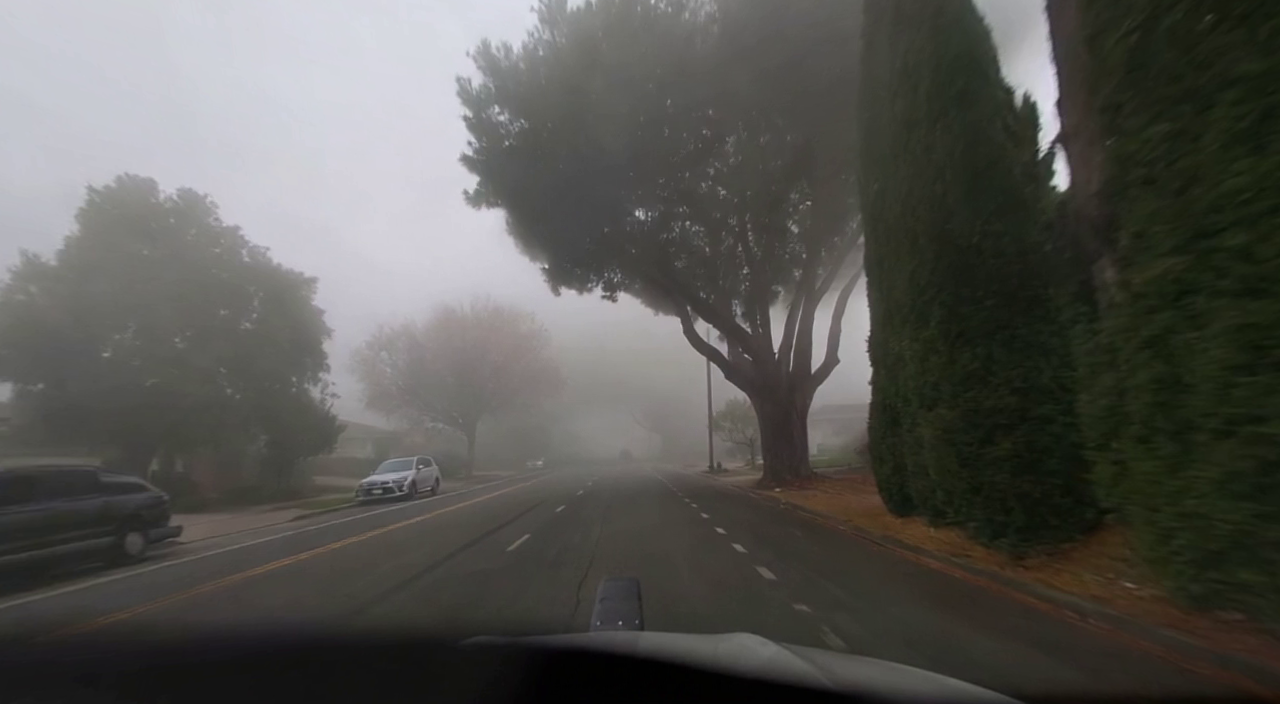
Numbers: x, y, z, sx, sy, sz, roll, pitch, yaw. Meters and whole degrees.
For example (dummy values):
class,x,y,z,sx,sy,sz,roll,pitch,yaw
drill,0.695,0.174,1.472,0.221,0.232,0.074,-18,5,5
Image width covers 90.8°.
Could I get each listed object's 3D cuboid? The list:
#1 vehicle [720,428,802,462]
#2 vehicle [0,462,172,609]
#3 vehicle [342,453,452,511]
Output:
class,x,y,z,sx,sy,sz,roll,pitch,yaw
vehicle,8.451,6.542,44.362,5.221,1.958,1.992,-4,-9,-1
vehicle,-7.589,2.018,6.729,1.899,1.467,4.466,-5,-9,-1
vehicle,-7.848,4.187,20.855,1.919,1.492,4.547,-5,-9,-2
